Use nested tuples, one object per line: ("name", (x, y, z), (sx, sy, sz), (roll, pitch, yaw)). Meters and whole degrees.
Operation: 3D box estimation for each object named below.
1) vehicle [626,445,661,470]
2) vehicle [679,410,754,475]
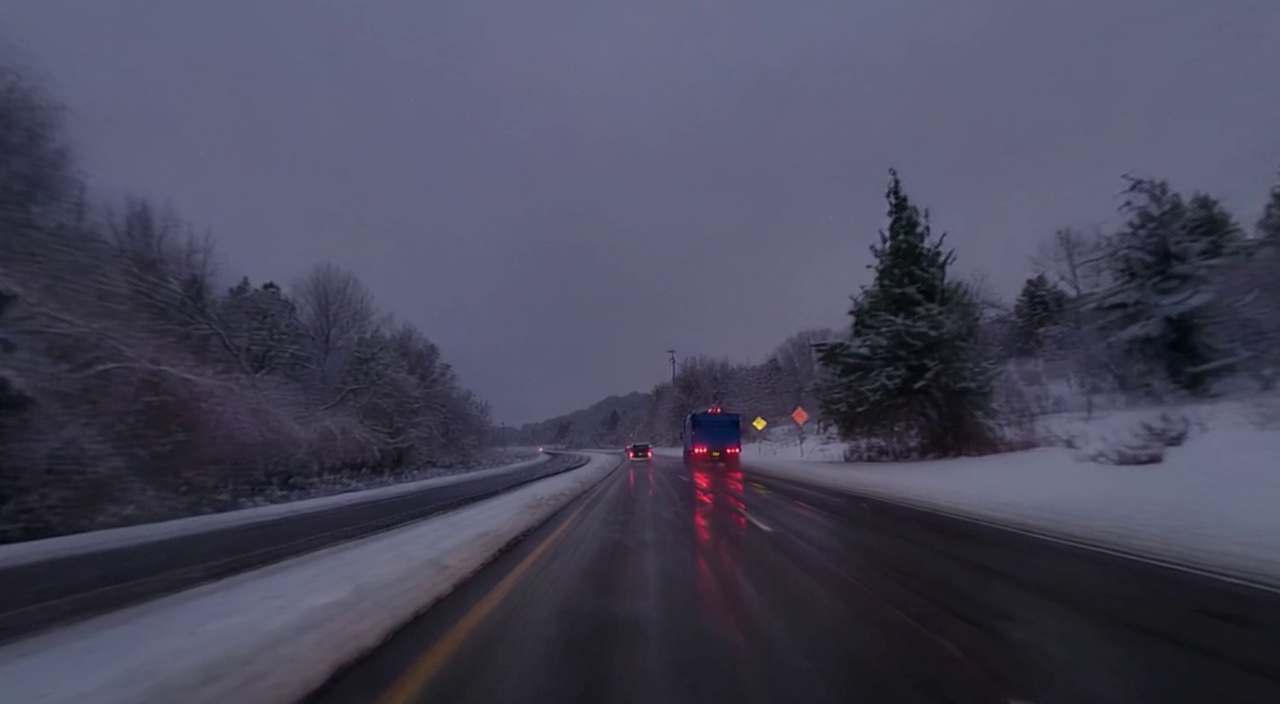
("vehicle", (0.240, 6.895, 41.356), (2.170, 1.544, 4.373), (0, -8, 0))
("vehicle", (4.008, 5.067, 35.076), (3.015, 3.211, 7.982), (0, -8, -1))
